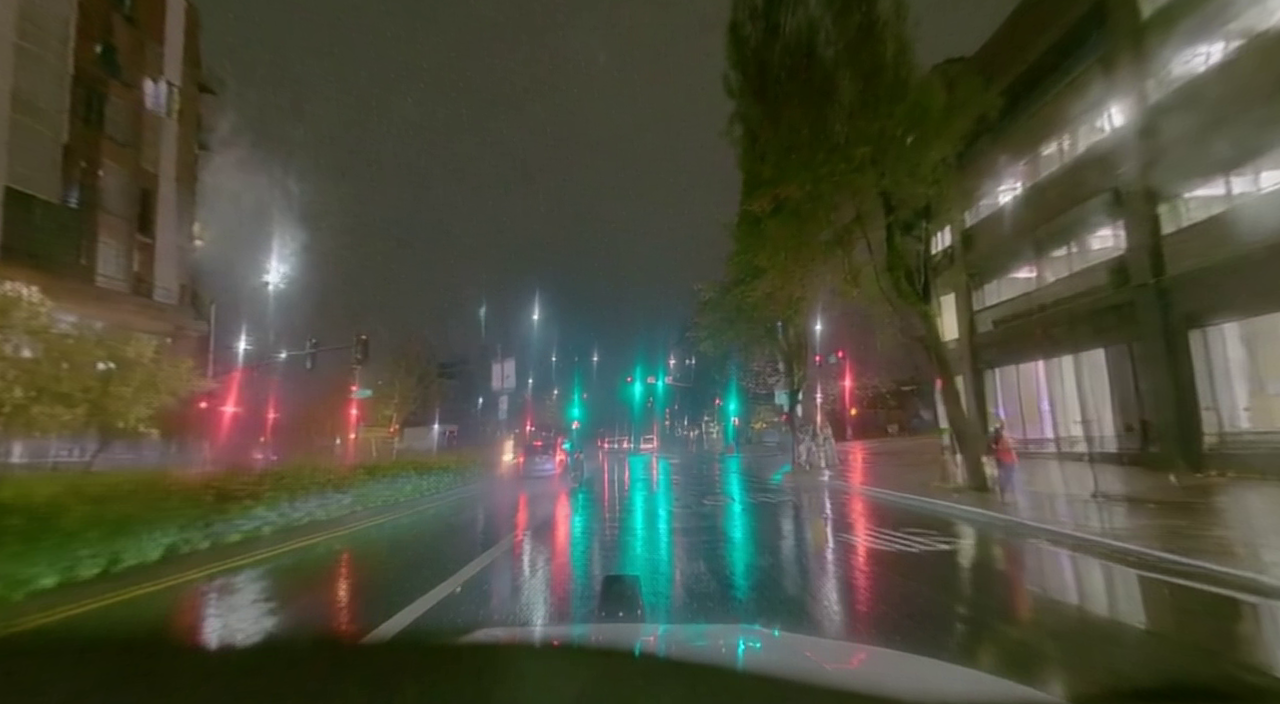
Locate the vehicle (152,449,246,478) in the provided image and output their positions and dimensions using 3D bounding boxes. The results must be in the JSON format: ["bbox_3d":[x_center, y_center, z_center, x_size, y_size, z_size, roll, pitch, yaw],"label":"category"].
[{"bbox_3d":[-29.688,7.506,42.603,4.684,1.806,2.073,0,-9,-1],"label":"vehicle"}]

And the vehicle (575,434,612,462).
[{"bbox_3d":[-3.196,6.756,44.495,2.152,1.802,4.628,-1,-9,1],"label":"vehicle"}]

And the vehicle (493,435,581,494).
[{"bbox_3d":[-3.244,3.661,20.855,2.116,1.725,4.315,0,-9,1],"label":"vehicle"}]

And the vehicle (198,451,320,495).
[{"bbox_3d":[-14.659,4.636,24.677,1.918,1.513,4.581,0,-9,0],"label":"vehicle"}]

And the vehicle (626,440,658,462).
[{"bbox_3d":[0.102,6.754,43.165,2.095,1.438,3.843,0,-9,0],"label":"vehicle"}]
